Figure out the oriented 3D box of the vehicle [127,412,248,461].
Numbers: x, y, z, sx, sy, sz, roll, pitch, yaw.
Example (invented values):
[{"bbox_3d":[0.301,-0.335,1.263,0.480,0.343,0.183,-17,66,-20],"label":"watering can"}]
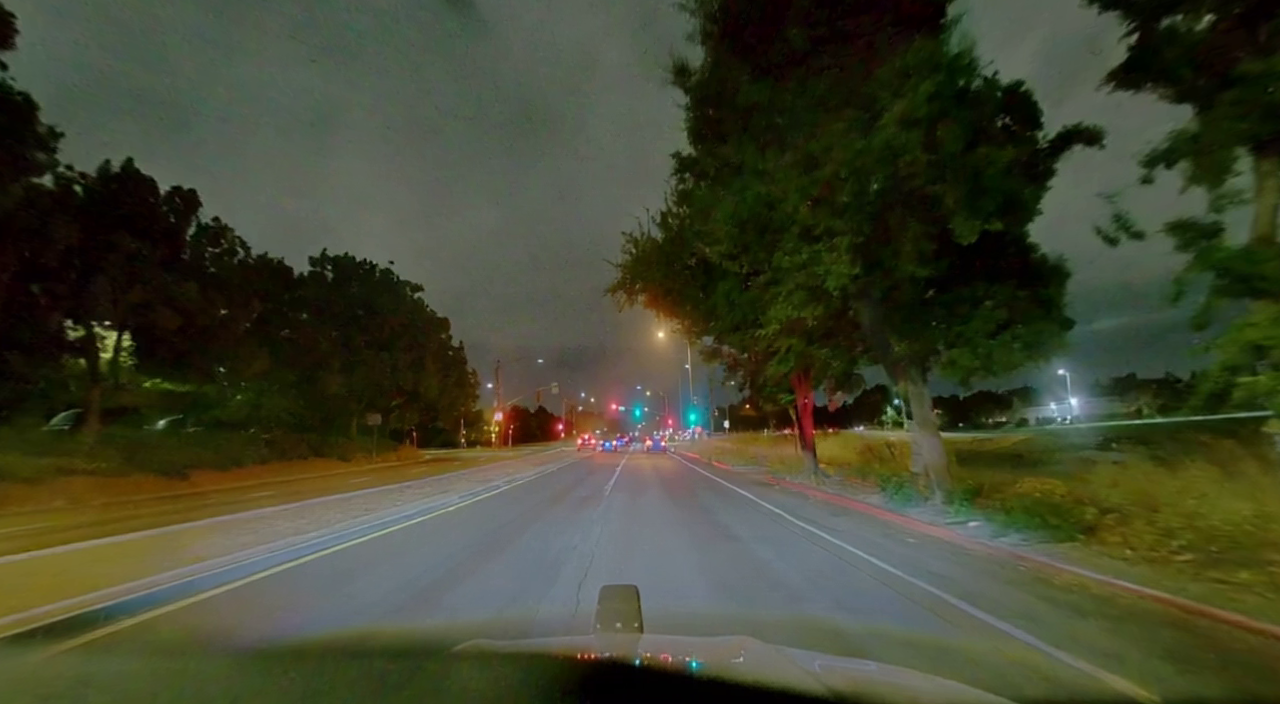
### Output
[{"bbox_3d":[-33.519,6.236,46.703,9.036,3.379,2.893,-3,-9,25],"label":"vehicle"}]
